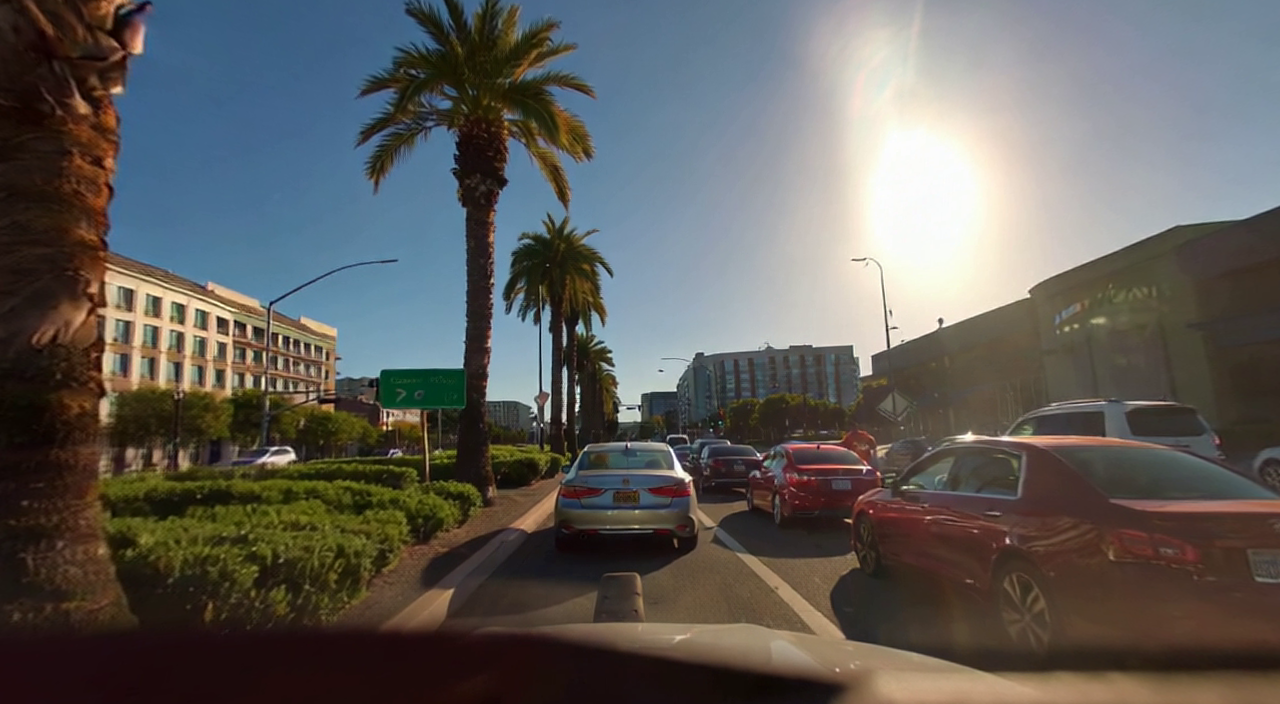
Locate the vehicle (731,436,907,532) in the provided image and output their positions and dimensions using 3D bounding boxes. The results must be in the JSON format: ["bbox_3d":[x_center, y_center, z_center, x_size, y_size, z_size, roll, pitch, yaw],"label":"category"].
[{"bbox_3d":[3.089,2.362,11.992,1.925,1.451,4.436,0,-8,-2],"label":"vehicle"}]

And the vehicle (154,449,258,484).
[{"bbox_3d":[-24.060,6.319,35.313,2.055,1.759,5.200,0,-8,0],"label":"vehicle"}]

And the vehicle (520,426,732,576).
[{"bbox_3d":[-0.158,1.813,8.461,2.158,1.498,3.919,0,-8,0],"label":"vehicle"}]

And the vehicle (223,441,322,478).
[{"bbox_3d":[-20.516,6.015,35.638,2.306,1.880,5.537,0,-8,-1],"label":"vehicle"}]

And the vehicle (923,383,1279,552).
[{"bbox_3d":[7.193,1.832,10.643,2.254,2.072,5.577,0,-8,0],"label":"vehicle"}]
